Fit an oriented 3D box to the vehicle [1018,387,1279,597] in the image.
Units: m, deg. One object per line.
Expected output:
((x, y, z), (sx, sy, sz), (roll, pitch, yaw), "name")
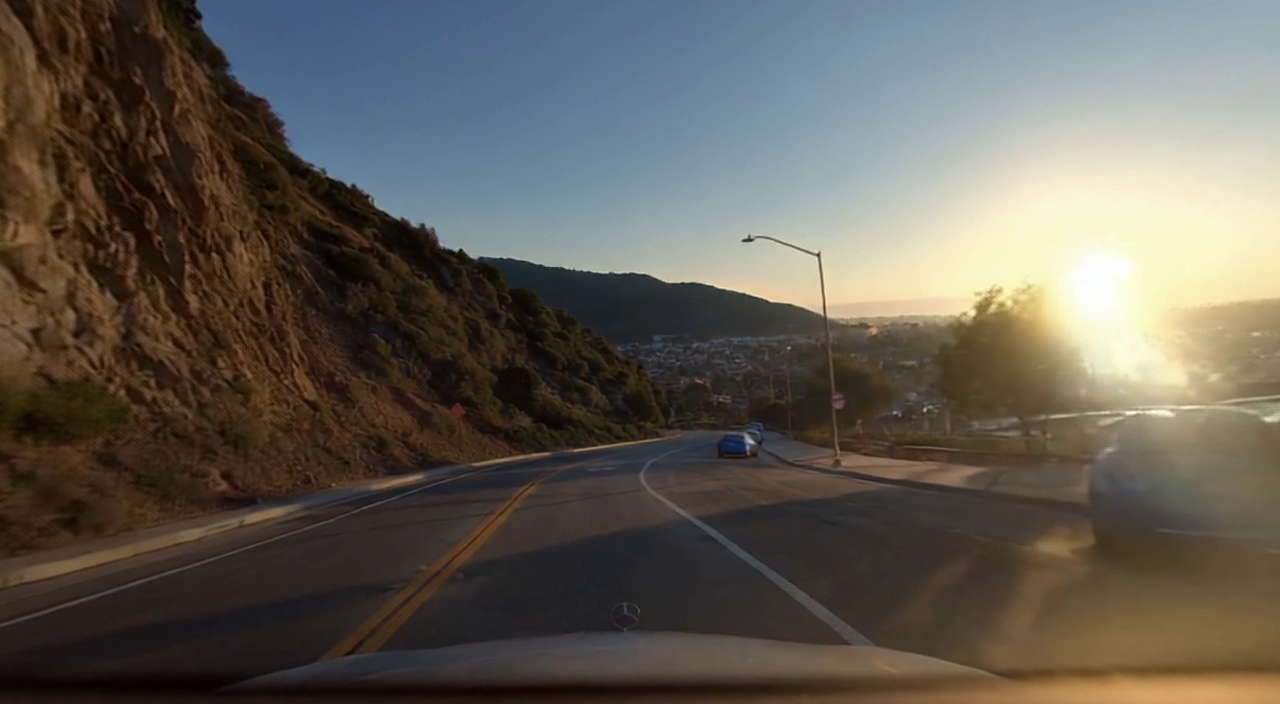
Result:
((6.247, 1.432, 7.186), (4.453, 1.667, 2.064), (8, -12, -43), "vehicle")

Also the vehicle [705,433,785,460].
((6.655, 5.911, 39.873), (4.963, 1.585, 2.155), (6, -10, -38), "vehicle")
